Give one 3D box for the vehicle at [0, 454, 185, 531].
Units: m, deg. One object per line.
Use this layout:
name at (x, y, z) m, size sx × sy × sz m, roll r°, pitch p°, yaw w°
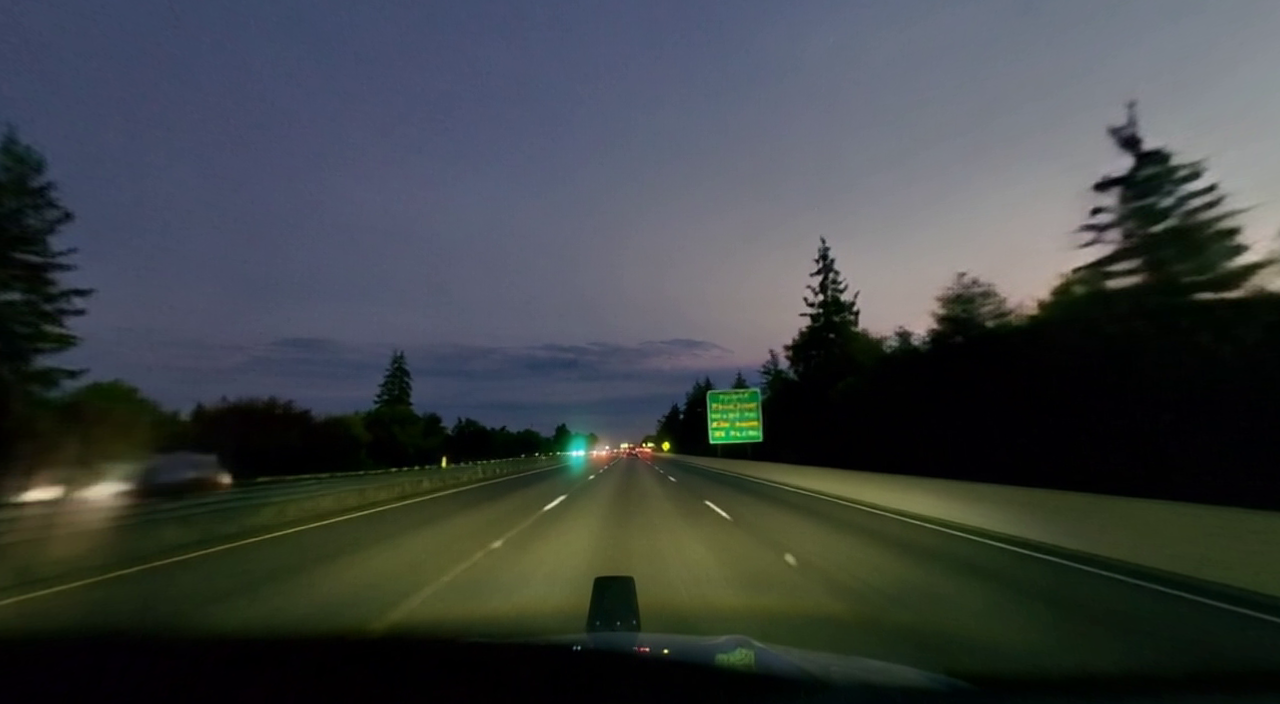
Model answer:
vehicle at (-14.016, 3.413, 15.780) m, size 1.901 × 1.609 × 4.273 m, roll 0°, pitch -9°, yaw -1°
